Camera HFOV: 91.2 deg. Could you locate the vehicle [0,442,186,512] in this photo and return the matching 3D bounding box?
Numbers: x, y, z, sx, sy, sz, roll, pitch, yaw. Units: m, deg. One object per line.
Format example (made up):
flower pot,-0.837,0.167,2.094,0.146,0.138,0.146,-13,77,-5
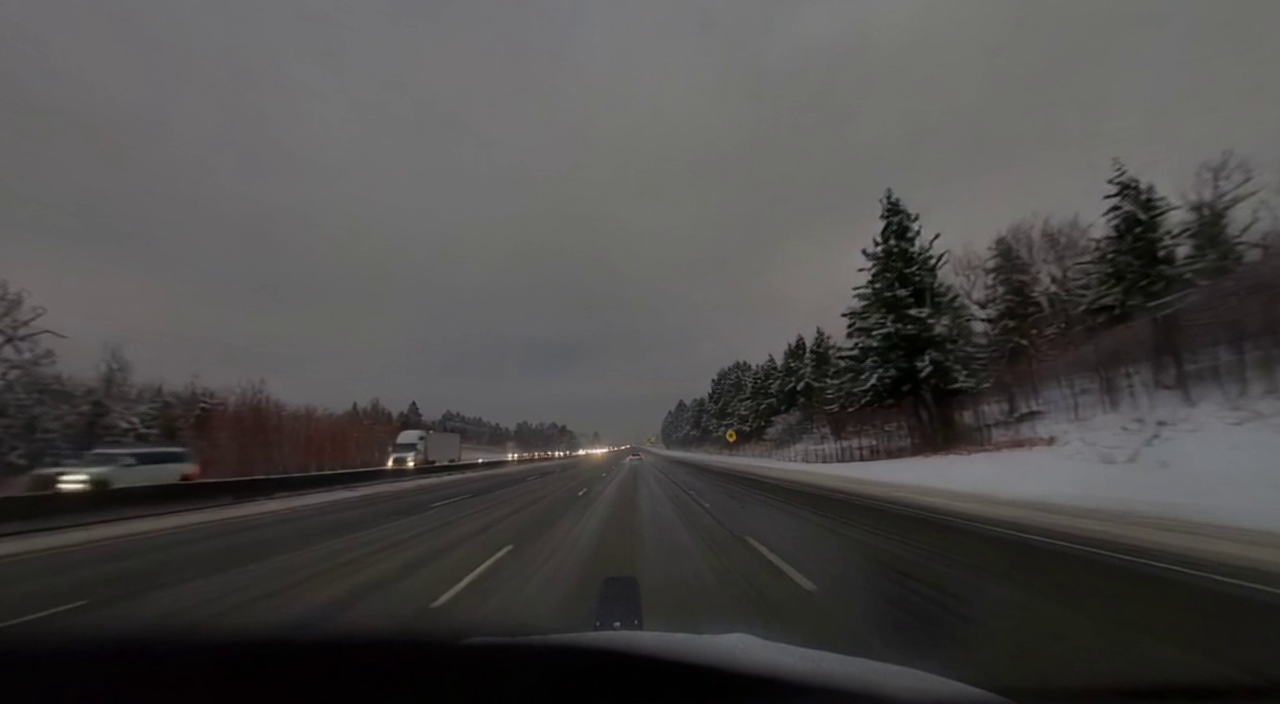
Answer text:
vehicle,-15.544,3.449,17.742,2.106,1.697,4.344,0,-9,-1
